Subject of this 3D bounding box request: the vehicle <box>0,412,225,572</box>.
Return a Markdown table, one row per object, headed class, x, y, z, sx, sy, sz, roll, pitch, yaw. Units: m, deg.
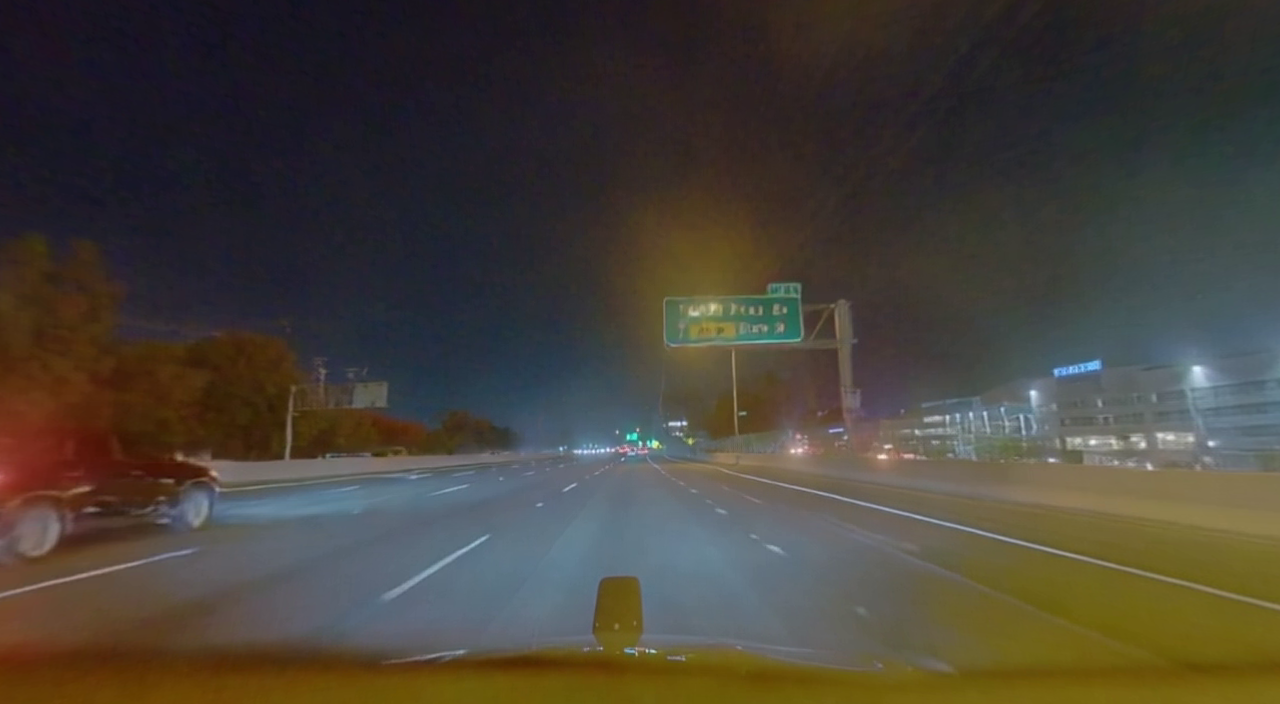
| class | x | y | z | sx | sy | sz | roll | pitch | yaw |
| --- | --- | --- | --- | --- | --- | --- | --- | --- | --- |
| vehicle | -7.615 | 1.573 | 7.558 | 2.140 | 1.626 | 4.457 | 0 | -8 | 2 |
